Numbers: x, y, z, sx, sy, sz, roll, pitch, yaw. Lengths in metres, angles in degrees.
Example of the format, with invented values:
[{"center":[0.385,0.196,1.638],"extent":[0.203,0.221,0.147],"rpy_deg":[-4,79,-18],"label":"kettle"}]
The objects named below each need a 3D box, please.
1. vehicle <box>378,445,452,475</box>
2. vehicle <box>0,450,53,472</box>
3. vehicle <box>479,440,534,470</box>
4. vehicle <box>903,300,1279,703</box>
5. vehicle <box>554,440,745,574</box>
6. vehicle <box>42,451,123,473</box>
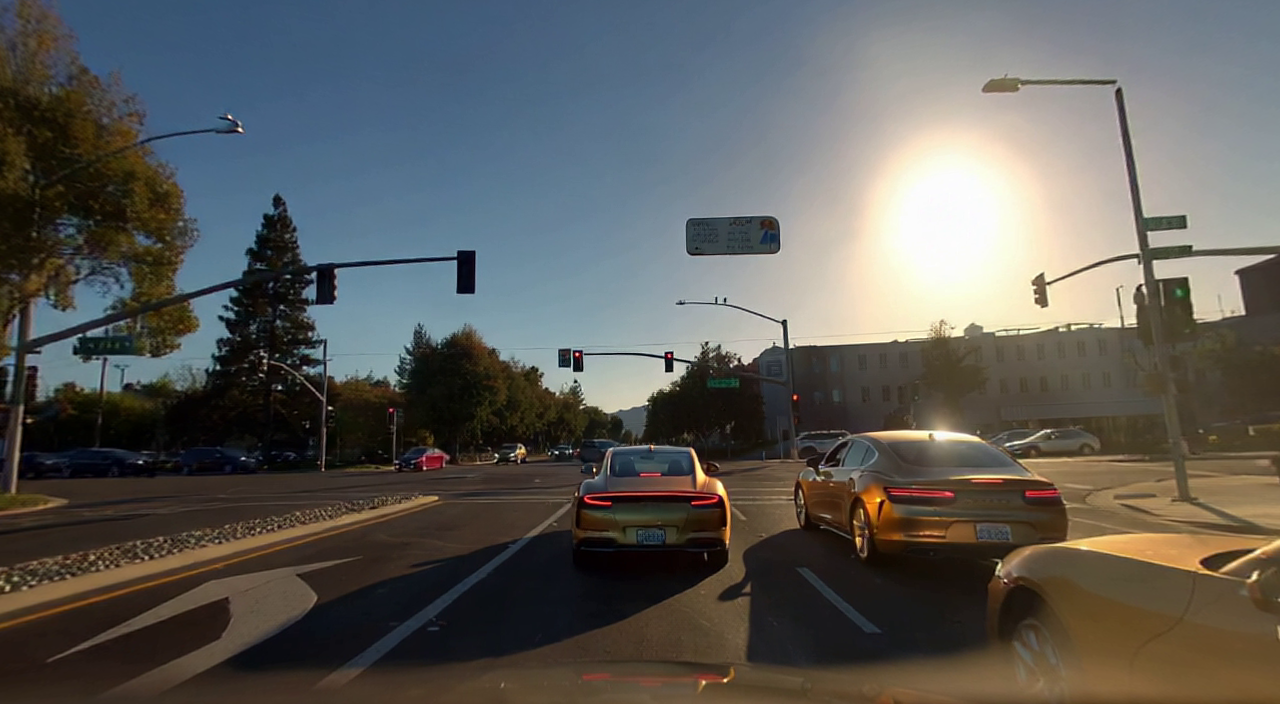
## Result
[{"center":[-11.716,5.627,33.191],"extent":[2.053,1.436,4.494],"rpy_deg":[-1,-8,2],"label":"vehicle"},{"center":[-46.258,7.950,46.139],"extent":[4.545,1.558,1.833],"rpy_deg":[0,-8,-3],"label":"vehicle"},{"center":[-7.990,6.220,38.271],"extent":[2.091,1.651,4.870],"rpy_deg":[-1,-8,2],"label":"vehicle"},{"center":[3.104,0.800,2.526],"extent":[2.143,1.759,4.531],"rpy_deg":[0,-8,0],"label":"vehicle"},{"center":[0.113,1.868,8.392],"extent":[1.945,1.343,3.827],"rpy_deg":[0,-8,1],"label":"vehicle"},{"center":[-41.312,8.141,46.781],"extent":[4.195,1.533,1.752],"rpy_deg":[0,-8,-3],"label":"vehicle"}]
